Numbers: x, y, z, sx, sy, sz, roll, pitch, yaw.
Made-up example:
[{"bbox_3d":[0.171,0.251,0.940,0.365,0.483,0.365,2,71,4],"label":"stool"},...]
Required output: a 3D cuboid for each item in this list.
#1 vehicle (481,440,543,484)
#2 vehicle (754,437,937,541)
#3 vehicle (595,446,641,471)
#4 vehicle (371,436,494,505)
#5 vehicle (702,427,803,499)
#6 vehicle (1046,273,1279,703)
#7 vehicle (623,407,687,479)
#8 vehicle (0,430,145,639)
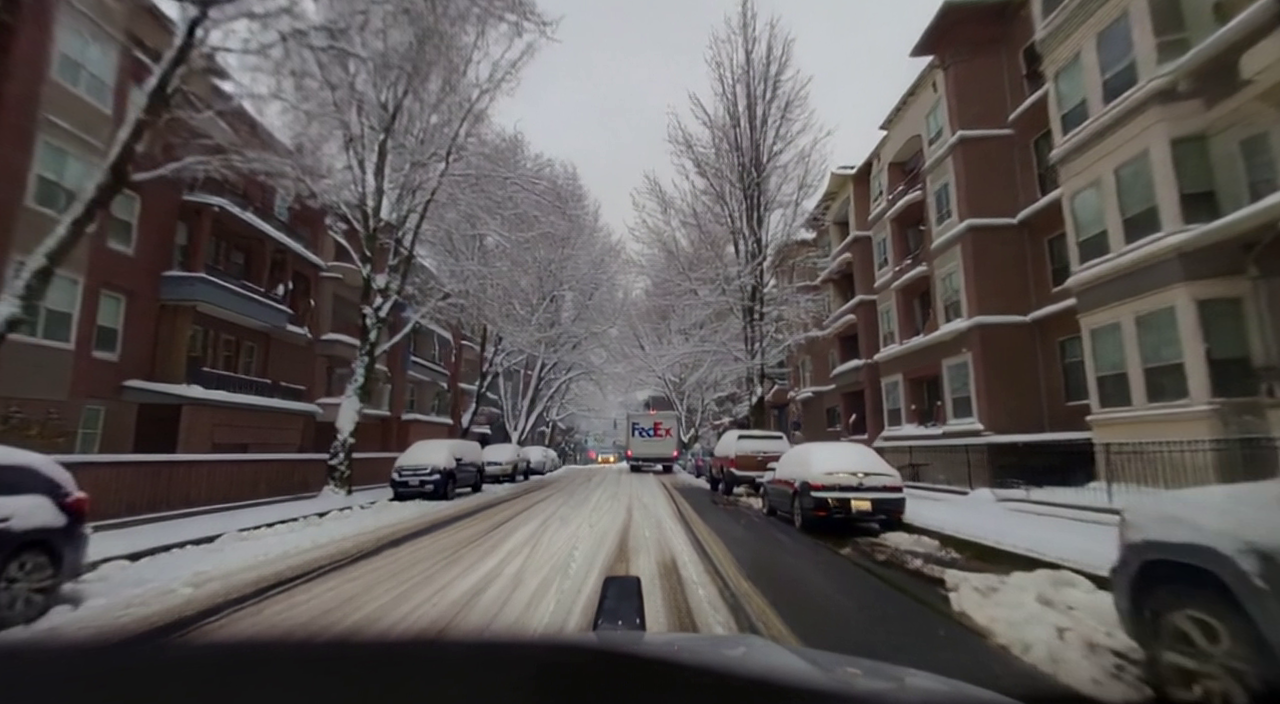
[{"bbox_3d":[-5.924,5.110,29.822,2.020,1.867,4.654,0,-8,-1],"label":"vehicle"},{"bbox_3d":[3.446,2.358,11.606,1.877,1.500,4.407,0,-8,0],"label":"vehicle"},{"bbox_3d":[-1.395,6.894,41.223,1.981,1.500,3.992,-2,-9,13],"label":"vehicle"},{"bbox_3d":[-5.898,3.399,18.606,2.089,1.757,4.256,-1,-8,1],"label":"vehicle"},{"bbox_3d":[3.457,3.538,20.658,2.221,1.991,5.564,0,-8,0],"label":"vehicle"},{"bbox_3d":[3.597,0.584,1.644,2.099,2.018,4.087,0,-8,-4],"label":"vehicle"},{"bbox_3d":[0.588,4.802,33.358,2.930,3.275,8.180,0,-8,-1],"label":"vehicle"},{"bbox_3d":[-5.760,1.250,3.884,1.888,1.546,4.306,-1,-8,1],"label":"vehicle"}]
